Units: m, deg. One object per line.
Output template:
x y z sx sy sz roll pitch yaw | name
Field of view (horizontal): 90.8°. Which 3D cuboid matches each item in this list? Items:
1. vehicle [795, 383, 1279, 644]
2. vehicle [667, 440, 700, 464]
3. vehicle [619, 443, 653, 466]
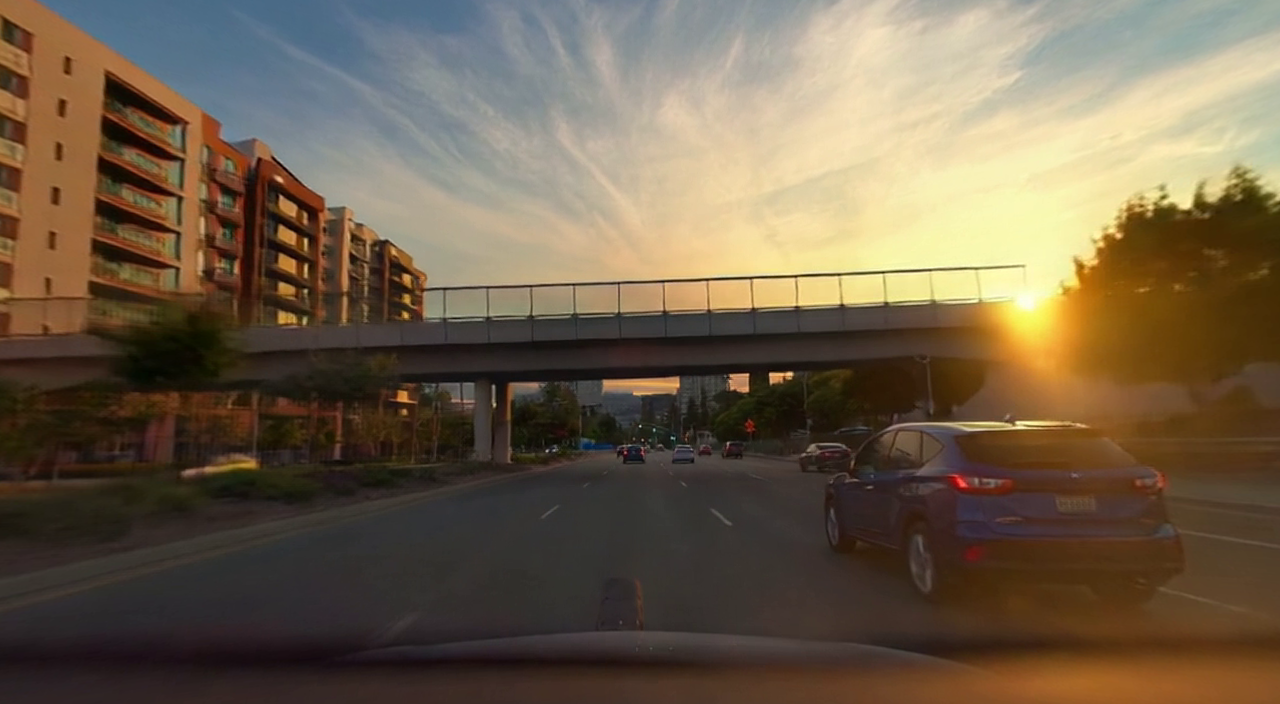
3.281 1.422 6.640 2.130 1.741 4.665 0 -8 0 | vehicle
3.265 7.623 48.182 2.165 1.708 3.928 0 -8 -2 | vehicle
-0.260 6.873 42.577 2.173 1.498 4.528 0 -8 0 | vehicle
